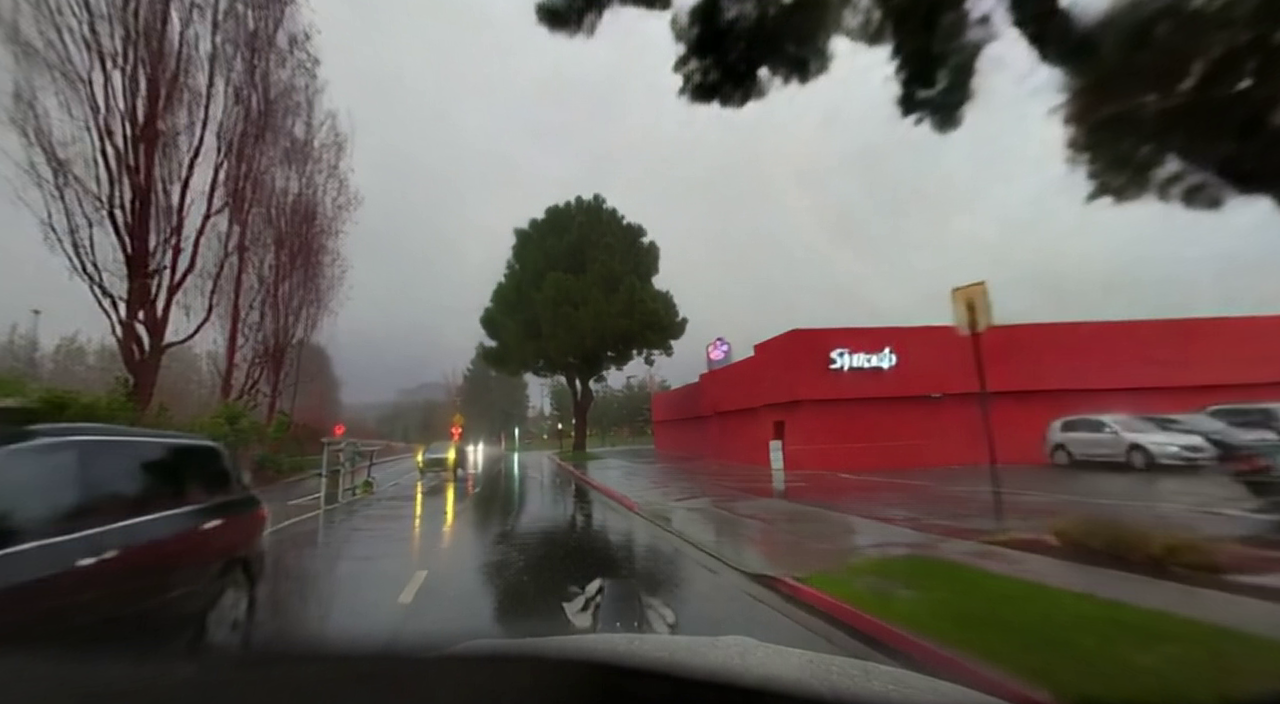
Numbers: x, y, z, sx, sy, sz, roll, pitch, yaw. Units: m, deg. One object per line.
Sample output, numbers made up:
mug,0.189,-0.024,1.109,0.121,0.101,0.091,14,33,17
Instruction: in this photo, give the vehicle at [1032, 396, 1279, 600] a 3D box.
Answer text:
vehicle,6.079,1.300,6.590,3.575,1.473,1.785,-1,-8,-32

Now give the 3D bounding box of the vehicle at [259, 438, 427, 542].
vehicle,-5.246,2.392,11.733,1.768,1.539,4.147,1,-8,-11

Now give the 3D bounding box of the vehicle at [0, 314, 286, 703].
vehicle,-3.164,0.778,2.105,2.065,1.773,4.128,1,-8,-9
